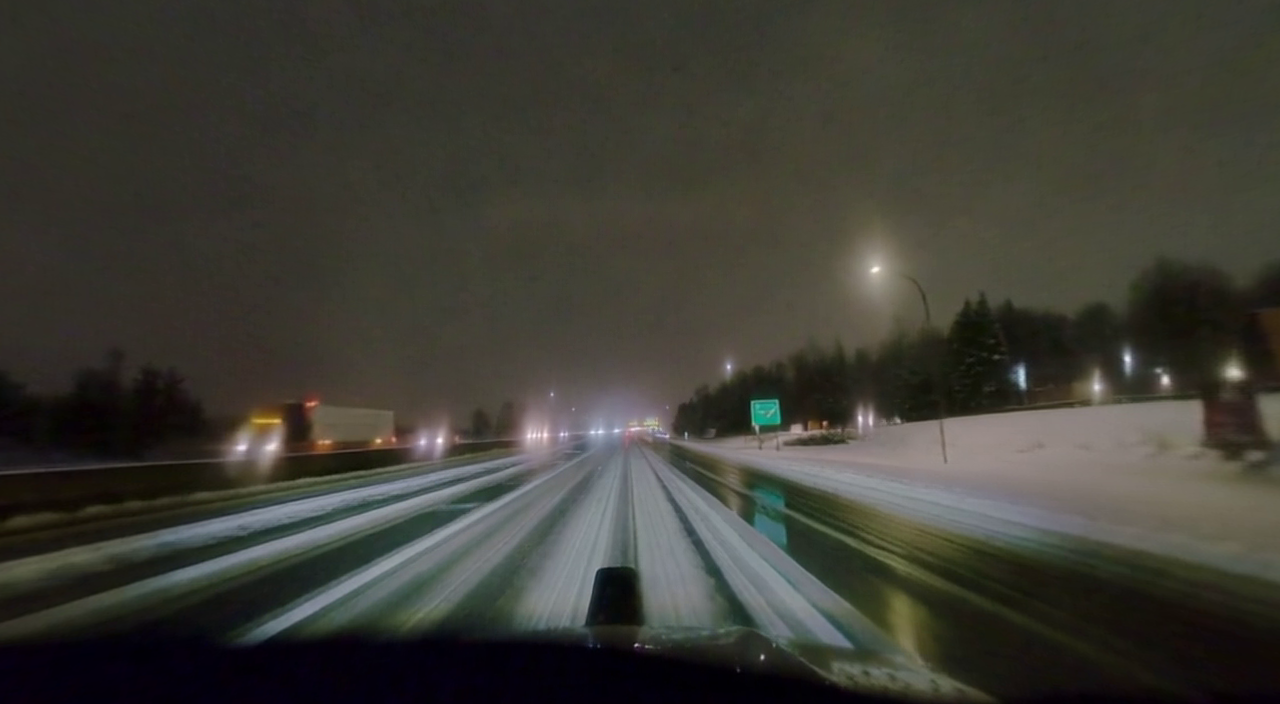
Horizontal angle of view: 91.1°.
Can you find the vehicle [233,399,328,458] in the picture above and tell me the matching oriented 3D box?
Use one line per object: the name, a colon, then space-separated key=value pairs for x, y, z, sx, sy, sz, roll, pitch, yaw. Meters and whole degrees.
vehicle: x=-24.523 y=5.286 z=43.324 sx=2.795 sy=3.751 sz=6.450 roll=1 pitch=-7 yaw=-2
